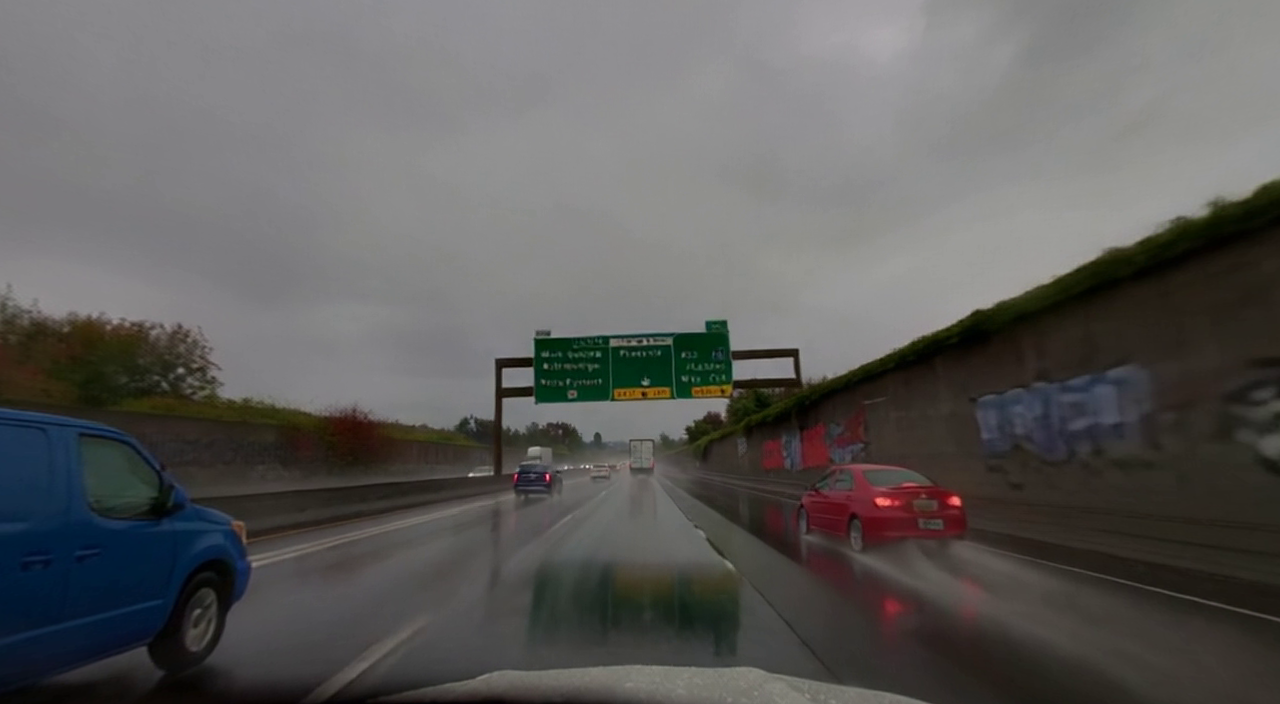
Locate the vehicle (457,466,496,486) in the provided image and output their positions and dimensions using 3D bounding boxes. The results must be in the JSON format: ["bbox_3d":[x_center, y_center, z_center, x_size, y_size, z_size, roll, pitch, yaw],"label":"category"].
[{"bbox_3d":[-12.715,9.657,49.270,1.873,1.475,4.620,1,-10,-1],"label":"vehicle"}]

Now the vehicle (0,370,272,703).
[{"bbox_3d":[-3.416,0.765,1.771,2.004,1.610,4.508,1,-10,0],"label":"vehicle"}]

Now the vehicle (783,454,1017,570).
[{"bbox_3d":[3.825,2.446,10.242,1.917,1.458,4.199,1,-10,-2],"label":"vehicle"}]

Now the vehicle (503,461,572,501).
[{"bbox_3d":[-4.034,5.194,25.531,2.054,1.443,4.131,1,-10,0],"label":"vehicle"}]
